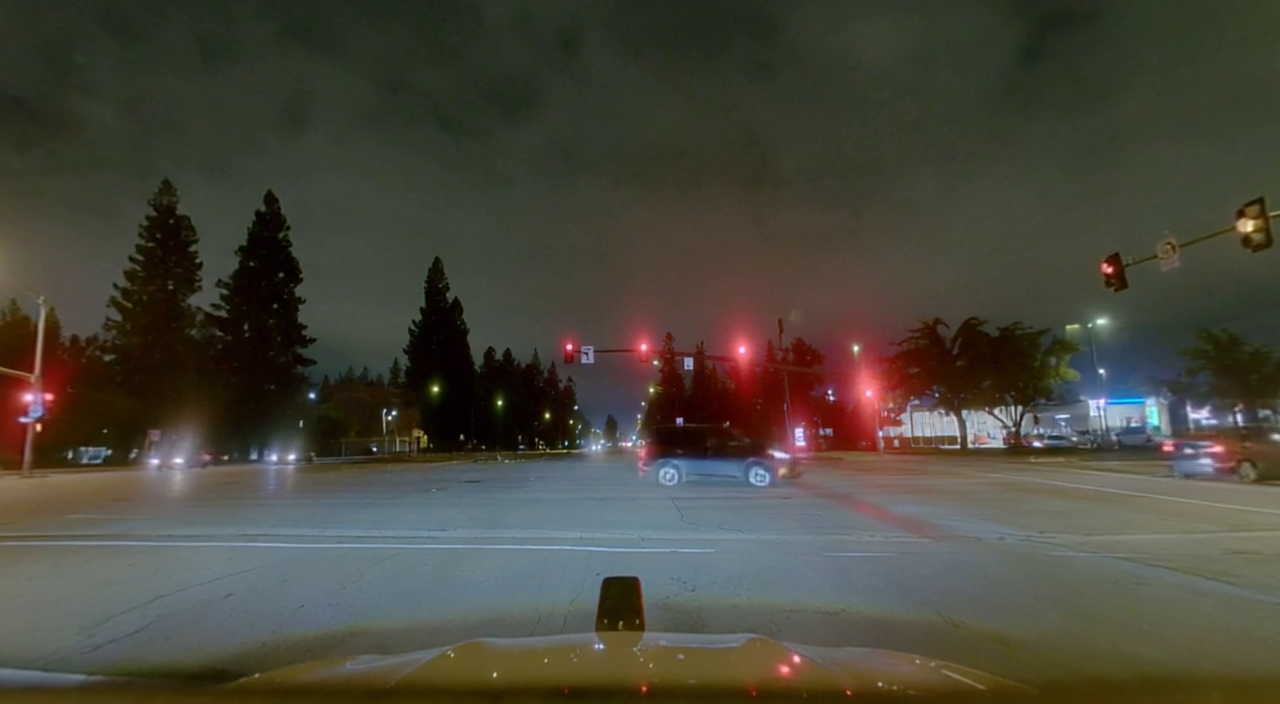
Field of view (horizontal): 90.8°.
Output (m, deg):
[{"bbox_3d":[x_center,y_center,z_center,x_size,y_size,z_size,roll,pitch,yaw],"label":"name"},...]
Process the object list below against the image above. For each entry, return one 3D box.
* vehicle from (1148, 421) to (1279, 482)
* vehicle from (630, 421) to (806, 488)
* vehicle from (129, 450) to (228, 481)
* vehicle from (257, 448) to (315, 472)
[{"bbox_3d":[17.850,2.914,18.626,4.180,1.678,1.982,1,-9,-7],"label":"vehicle"},{"bbox_3d":[2.549,3.366,20.982,5.310,1.972,2.223,-4,-9,26],"label":"vehicle"},{"bbox_3d":[-26.864,6.595,37.016,2.135,1.637,4.582,-1,-9,4],"label":"vehicle"},{"bbox_3d":[-26.289,8.021,47.102,1.889,1.662,4.319,0,-9,-1],"label":"vehicle"}]
